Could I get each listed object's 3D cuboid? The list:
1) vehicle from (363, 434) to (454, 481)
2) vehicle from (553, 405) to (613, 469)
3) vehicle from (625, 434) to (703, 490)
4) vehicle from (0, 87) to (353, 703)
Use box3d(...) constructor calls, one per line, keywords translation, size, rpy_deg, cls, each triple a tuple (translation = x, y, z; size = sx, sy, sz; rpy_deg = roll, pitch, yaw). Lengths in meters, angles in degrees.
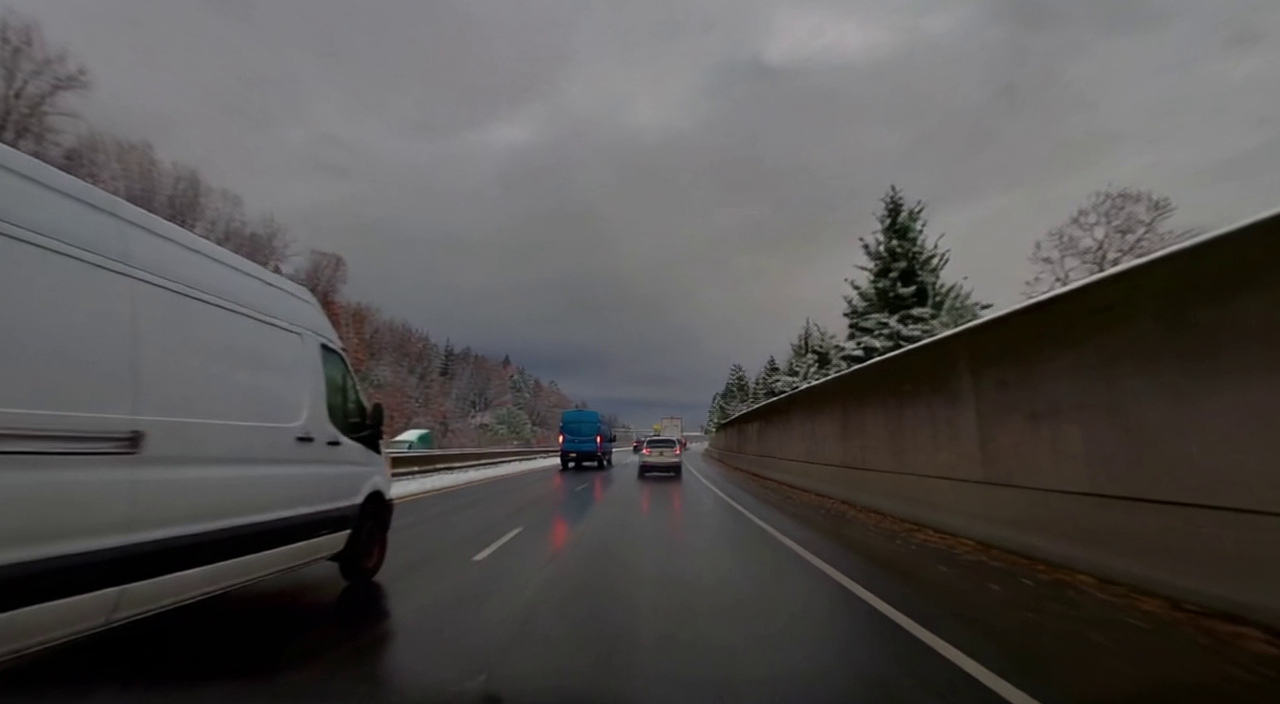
box3d(translation=(-13.712, 6.283, 38.047), size=(2.517, 2.513, 7.177), rpy_deg=(0, -8, 2), cls="vehicle")
box3d(translation=(-2.612, 4.101, 30.217), size=(2.334, 2.769, 5.087), rpy_deg=(0, -8, 0), cls="vehicle")
box3d(translation=(0.670, 3.229, 18.882), size=(2.071, 1.487, 3.948), rpy_deg=(0, -8, 1), cls="vehicle")
box3d(translation=(-3.401, 0.301, 2.226), size=(2.185, 2.503, 5.477), rpy_deg=(0, -8, -1), cls="vehicle")
